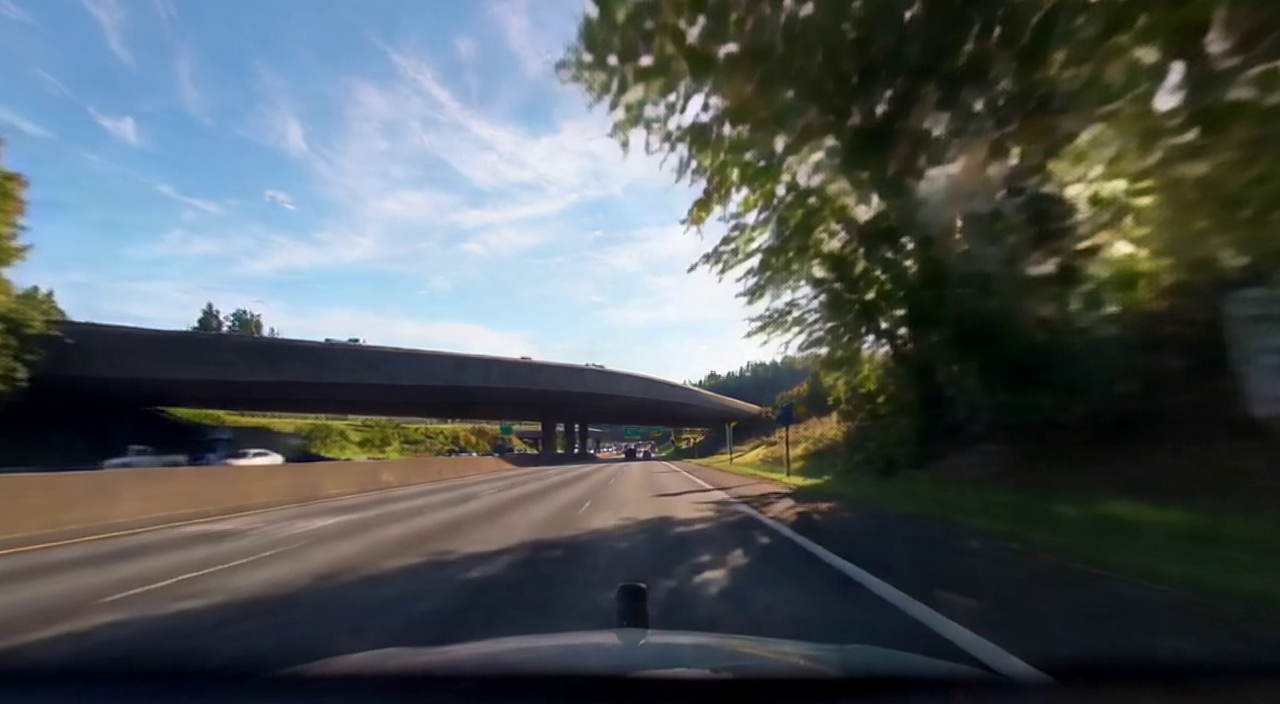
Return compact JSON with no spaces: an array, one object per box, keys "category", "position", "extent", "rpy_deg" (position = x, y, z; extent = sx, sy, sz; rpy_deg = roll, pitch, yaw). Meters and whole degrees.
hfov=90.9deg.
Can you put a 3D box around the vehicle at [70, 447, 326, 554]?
[{"category":"vehicle","position":[-19.140,6.304,29.045],"extent":[2.858,3.768,11.969],"rpy_deg":[0,-8,1]}]
